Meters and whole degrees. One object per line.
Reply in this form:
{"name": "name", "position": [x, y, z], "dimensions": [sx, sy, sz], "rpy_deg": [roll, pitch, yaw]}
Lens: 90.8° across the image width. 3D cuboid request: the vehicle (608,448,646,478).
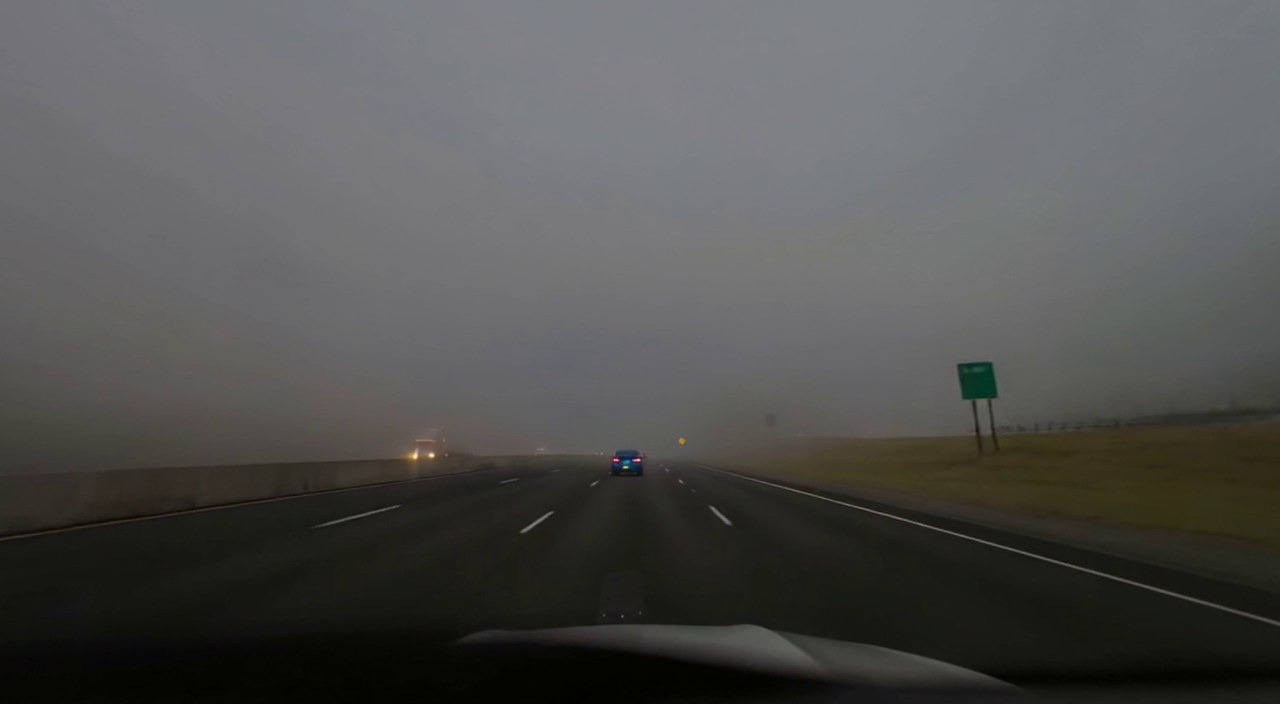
{"name": "vehicle", "position": [-0.647, 6.000, 34.227], "dimensions": [1.908, 1.515, 3.871], "rpy_deg": [0, -9, 1]}
